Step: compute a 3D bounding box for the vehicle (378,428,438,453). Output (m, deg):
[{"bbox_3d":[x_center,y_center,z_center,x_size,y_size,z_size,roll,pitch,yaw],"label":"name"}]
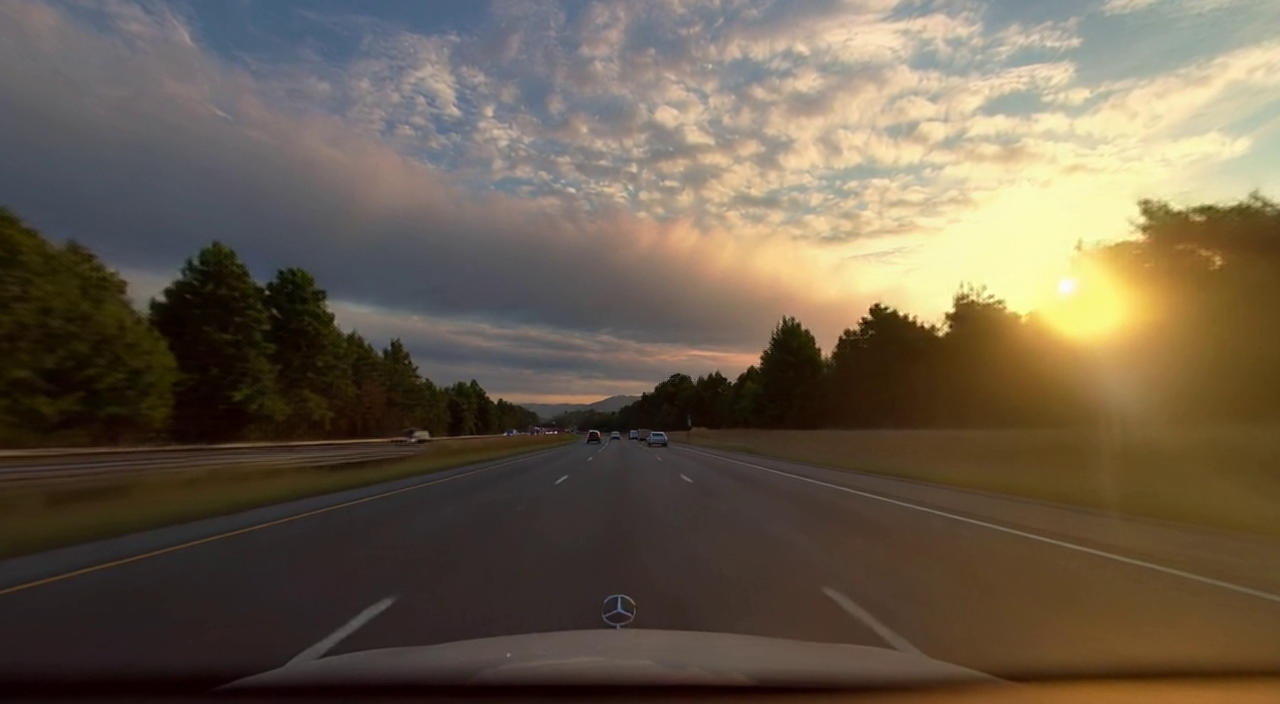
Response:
[{"bbox_3d":[-13.952,5.370,38.144,1.924,1.424,4.695,0,-8,-1],"label":"vehicle"}]
